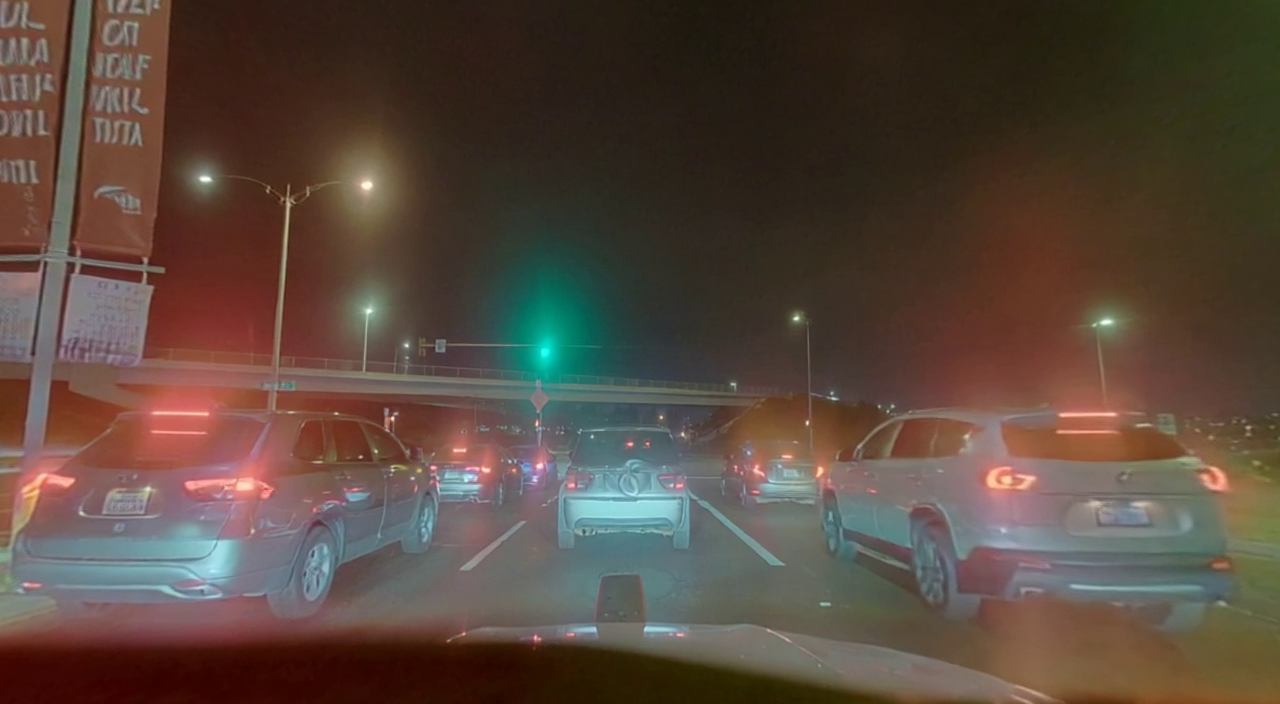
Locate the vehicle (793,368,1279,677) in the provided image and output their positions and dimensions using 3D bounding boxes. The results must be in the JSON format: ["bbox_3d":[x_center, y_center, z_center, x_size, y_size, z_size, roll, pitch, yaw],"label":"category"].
[{"bbox_3d":[3.144,1.336,6.106,2.016,1.804,4.681,0,-9,-1],"label":"vehicle"}]

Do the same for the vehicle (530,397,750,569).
[{"bbox_3d":[-0.078,1.770,9.210,2.409,1.864,4.471,0,-9,-2],"label":"vehicle"}]

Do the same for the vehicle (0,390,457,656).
[{"bbox_3d":[-3.495,1.423,6.264,2.039,1.709,4.265,0,-9,0],"label":"vehicle"}]

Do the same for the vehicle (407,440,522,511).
[{"bbox_3d":[-4.153,2.946,15.429,1.797,1.505,3.506,0,-9,0],"label":"vehicle"}]
